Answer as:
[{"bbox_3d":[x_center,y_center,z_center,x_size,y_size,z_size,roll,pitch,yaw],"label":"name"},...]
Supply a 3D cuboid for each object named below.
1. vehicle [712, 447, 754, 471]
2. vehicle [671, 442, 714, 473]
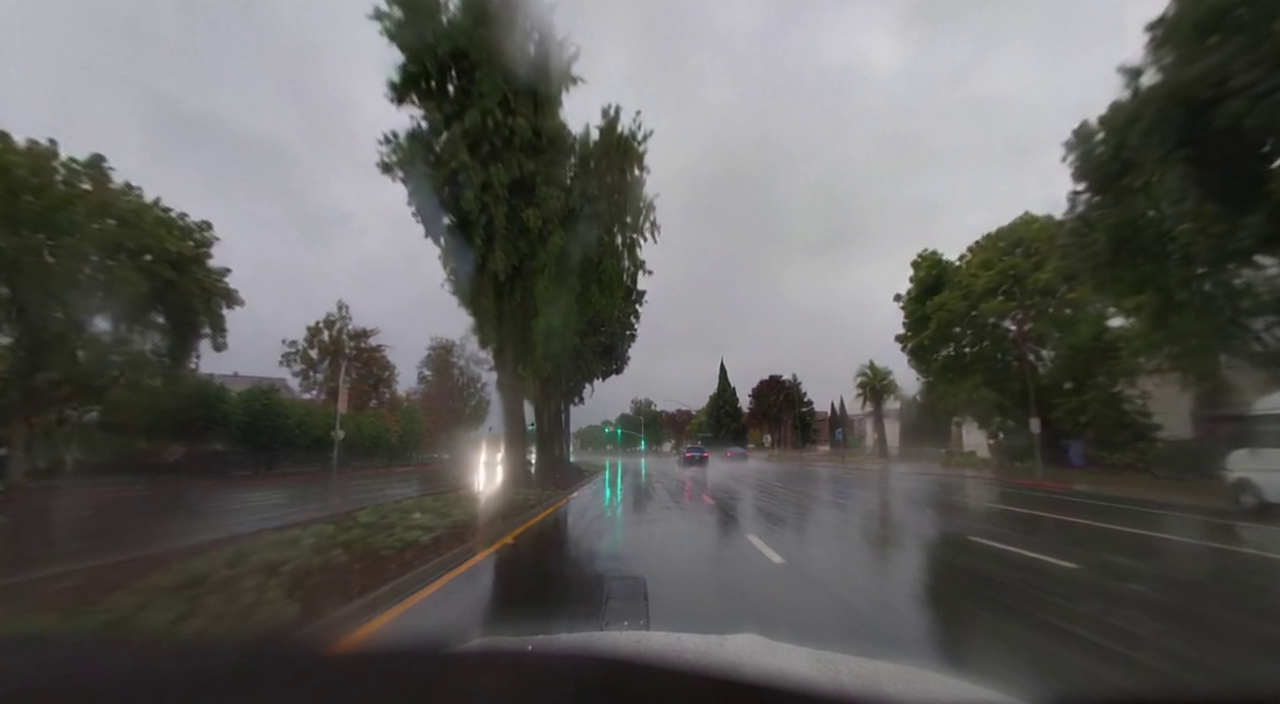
[{"bbox_3d":[6.513,7.587,44.814,1.969,1.522,4.609,0,-9,-4],"label":"vehicle"},{"bbox_3d":[3.286,6.687,40.191,2.046,1.818,4.603,0,-9,-4],"label":"vehicle"}]
